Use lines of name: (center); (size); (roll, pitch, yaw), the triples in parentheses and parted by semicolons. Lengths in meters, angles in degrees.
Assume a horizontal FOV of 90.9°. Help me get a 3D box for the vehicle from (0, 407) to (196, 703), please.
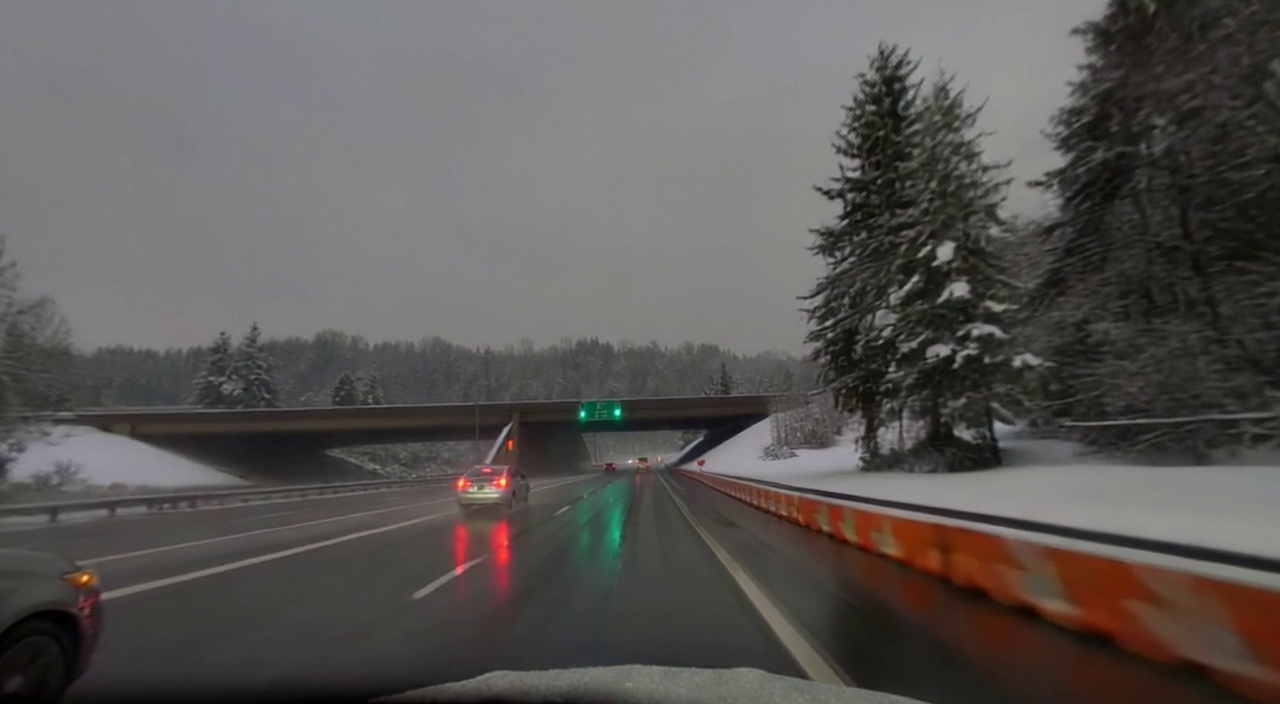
vehicle: (-3.517, 0.685, 0.936); (2.023, 1.507, 5.082); (1, -10, -1)

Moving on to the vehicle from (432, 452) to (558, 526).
vehicle: (-3.242, 3.172, 14.921); (1.992, 1.466, 3.690); (1, -10, 2)
